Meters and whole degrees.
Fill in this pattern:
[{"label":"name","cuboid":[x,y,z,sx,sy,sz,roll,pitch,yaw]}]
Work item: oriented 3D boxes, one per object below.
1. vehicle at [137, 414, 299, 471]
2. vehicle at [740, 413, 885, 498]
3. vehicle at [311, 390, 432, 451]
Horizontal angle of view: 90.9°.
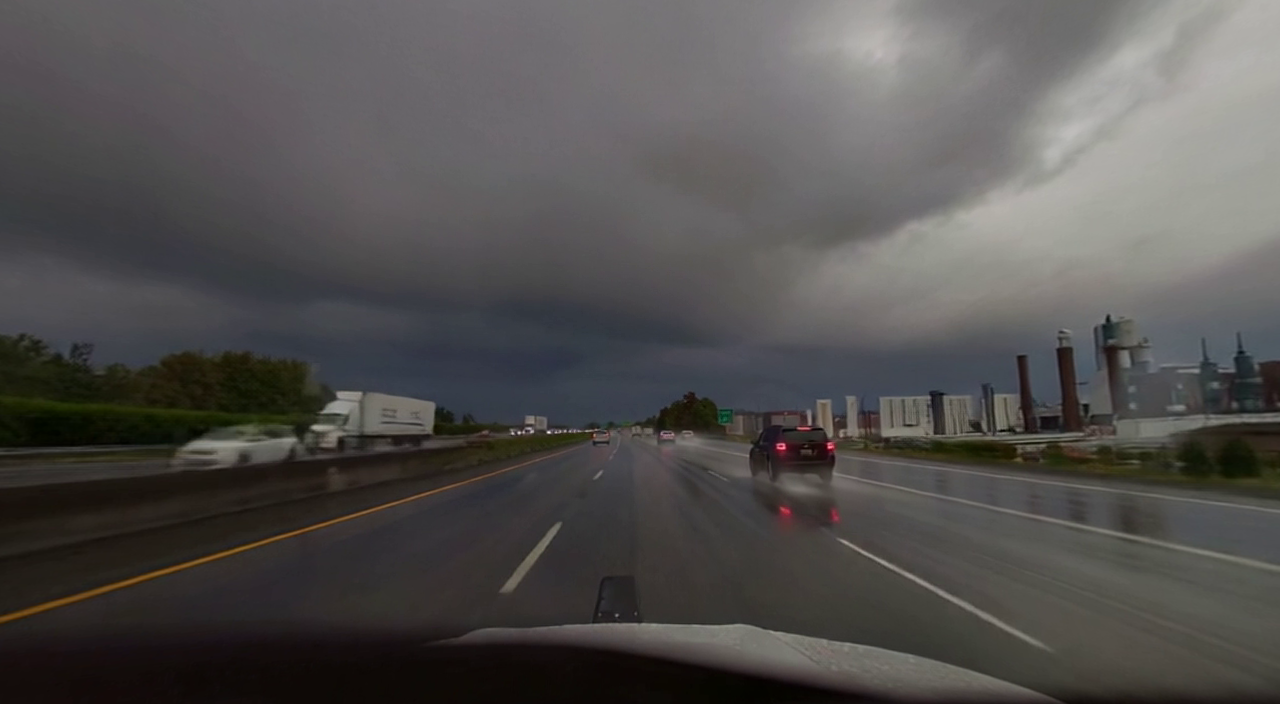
[{"label":"vehicle","cuboid":[-12.396,2.700,18.928,2.014,1.527,4.172,0,-8,-1]},{"label":"vehicle","cuboid":[3.698,2.310,14.437,2.022,1.637,4.229,0,-8,-2]},{"label":"vehicle","cuboid":[-19.325,5.307,47.068,2.981,3.857,14.529,0,-8,-1]}]
